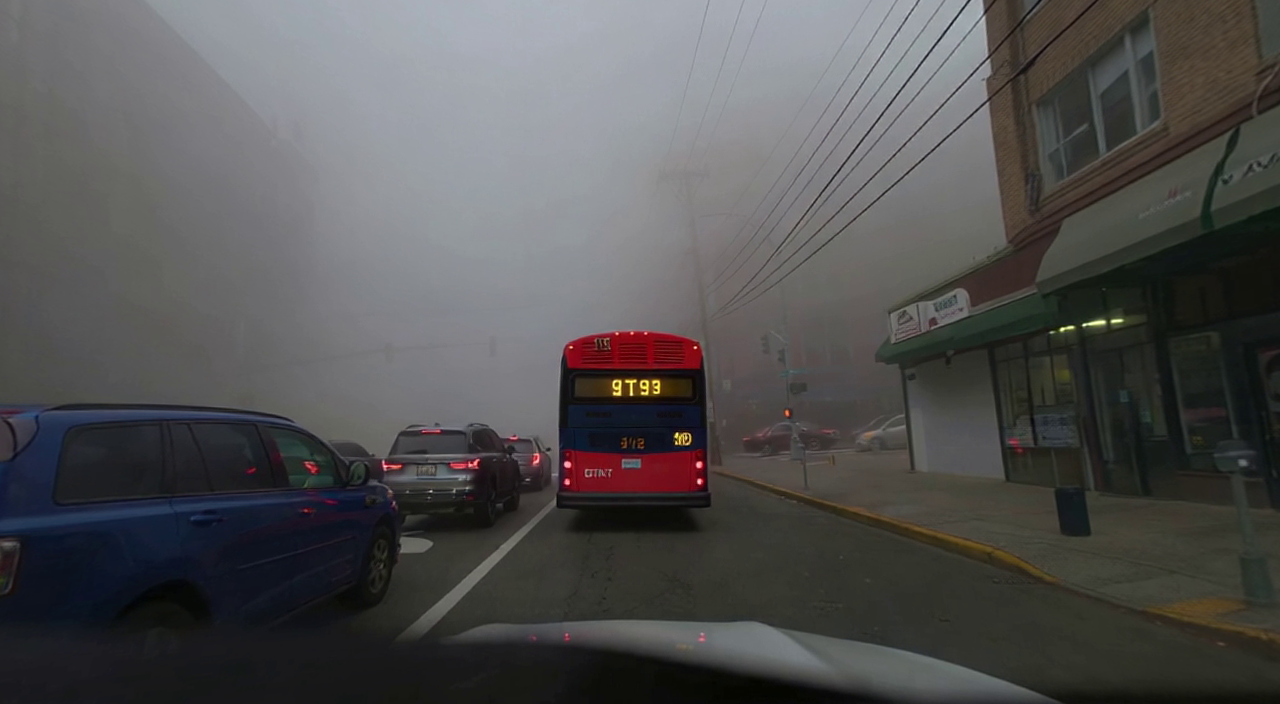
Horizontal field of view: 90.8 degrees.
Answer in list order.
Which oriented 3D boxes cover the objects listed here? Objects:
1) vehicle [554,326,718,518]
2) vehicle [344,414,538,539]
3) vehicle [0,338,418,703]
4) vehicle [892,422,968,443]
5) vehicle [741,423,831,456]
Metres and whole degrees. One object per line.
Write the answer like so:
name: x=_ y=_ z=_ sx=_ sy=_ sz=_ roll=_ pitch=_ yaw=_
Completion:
vehicle: x=-0.315 y=1.987 z=16.504 sx=2.938 sy=3.468 sz=9.972 roll=0 pitch=-9 yaw=-3
vehicle: x=-3.341 y=2.199 z=11.780 sx=2.096 sy=1.828 sz=4.669 roll=0 pitch=-8 yaw=0
vehicle: x=-3.217 y=1.092 z=3.979 sx=2.020 sy=1.725 sz=4.384 roll=0 pitch=-8 yaw=0
vehicle: x=21.732 y=6.052 z=47.408 sx=4.827 sy=1.555 sz=1.863 roll=1 pitch=-9 yaw=-7
vehicle: x=9.961 y=6.050 z=43.498 sx=5.788 sy=2.165 sz=2.491 roll=-2 pitch=-9 yaw=10
